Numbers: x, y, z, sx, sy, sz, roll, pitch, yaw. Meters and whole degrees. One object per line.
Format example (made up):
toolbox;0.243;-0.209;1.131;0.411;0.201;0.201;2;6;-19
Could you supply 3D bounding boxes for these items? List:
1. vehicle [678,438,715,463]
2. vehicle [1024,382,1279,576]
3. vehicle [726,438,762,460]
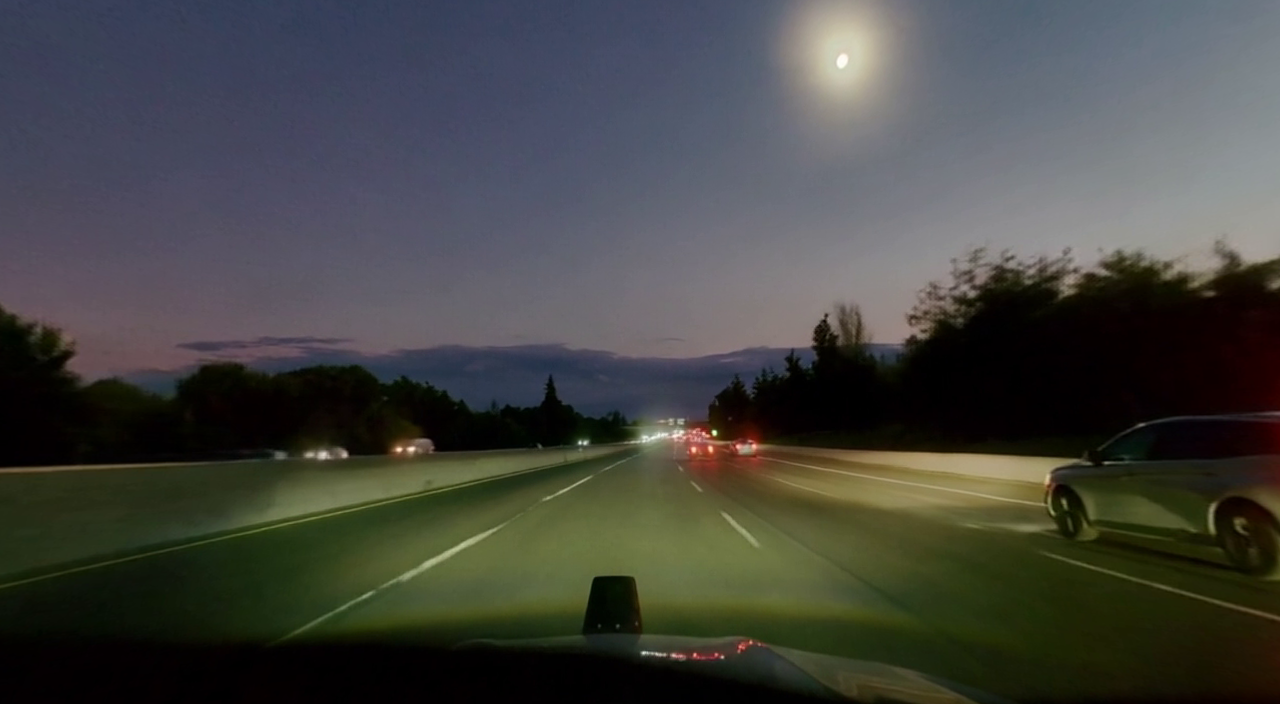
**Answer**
vehicle;3.465;6.152;39.532;1.981;1.471;4.342;-1;-8;1
vehicle;7.051;1.381;7.240;2.087;1.806;4.946;0;-8;-1
vehicle;7.851;7.363;47.978;1.989;1.529;4.375;0;-8;0
